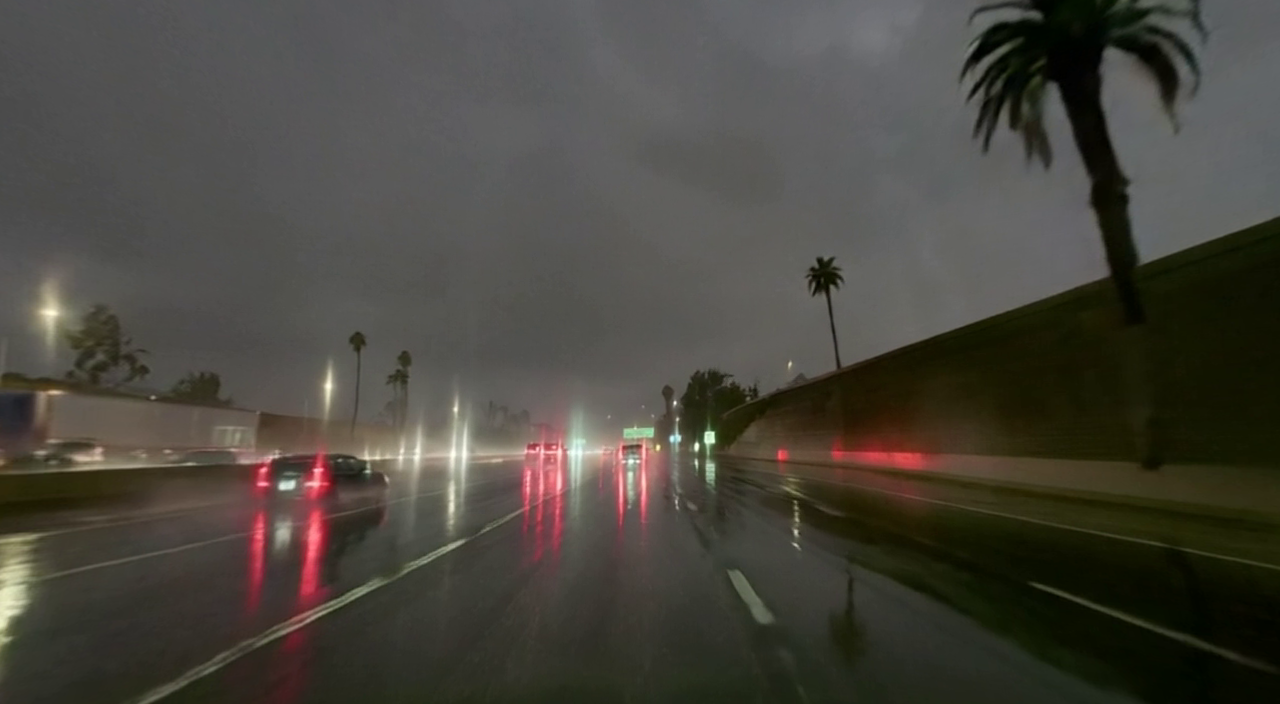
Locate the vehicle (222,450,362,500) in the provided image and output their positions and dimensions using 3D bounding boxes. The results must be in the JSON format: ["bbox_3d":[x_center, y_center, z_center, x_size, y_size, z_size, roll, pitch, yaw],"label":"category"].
[{"bbox_3d":[-11.634,4.096,21.592,1.946,1.473,4.763,0,-9,2],"label":"vehicle"}]

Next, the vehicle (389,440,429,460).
[{"bbox_3d":[-17.994,7.629,49.300,1.774,1.453,3.552,0,-9,0],"label":"vehicle"}]

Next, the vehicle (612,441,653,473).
[{"bbox_3d":[-0.390,5.943,35.972,2.201,1.672,4.128,0,-9,0],"label":"vehicle"}]

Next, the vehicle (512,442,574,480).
[{"bbox_3d":[-4.579,5.244,30.581,2.204,1.677,4.438,0,-9,1],"label":"vehicle"}]

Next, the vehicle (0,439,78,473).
[{"bbox_3d":[-29.038,4.807,29.287,1.751,1.455,4.513,0,-9,1],"label":"vehicle"}]

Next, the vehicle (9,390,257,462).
[{"bbox_3d":[-32.844,5.306,43.009,2.883,3.957,16.802,0,-9,1],"label":"vehicle"}]

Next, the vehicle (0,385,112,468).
[{"bbox_3d":[-32.949,3.830,32.127,3.163,4.010,9.911,0,-9,3],"label":"vehicle"}]
